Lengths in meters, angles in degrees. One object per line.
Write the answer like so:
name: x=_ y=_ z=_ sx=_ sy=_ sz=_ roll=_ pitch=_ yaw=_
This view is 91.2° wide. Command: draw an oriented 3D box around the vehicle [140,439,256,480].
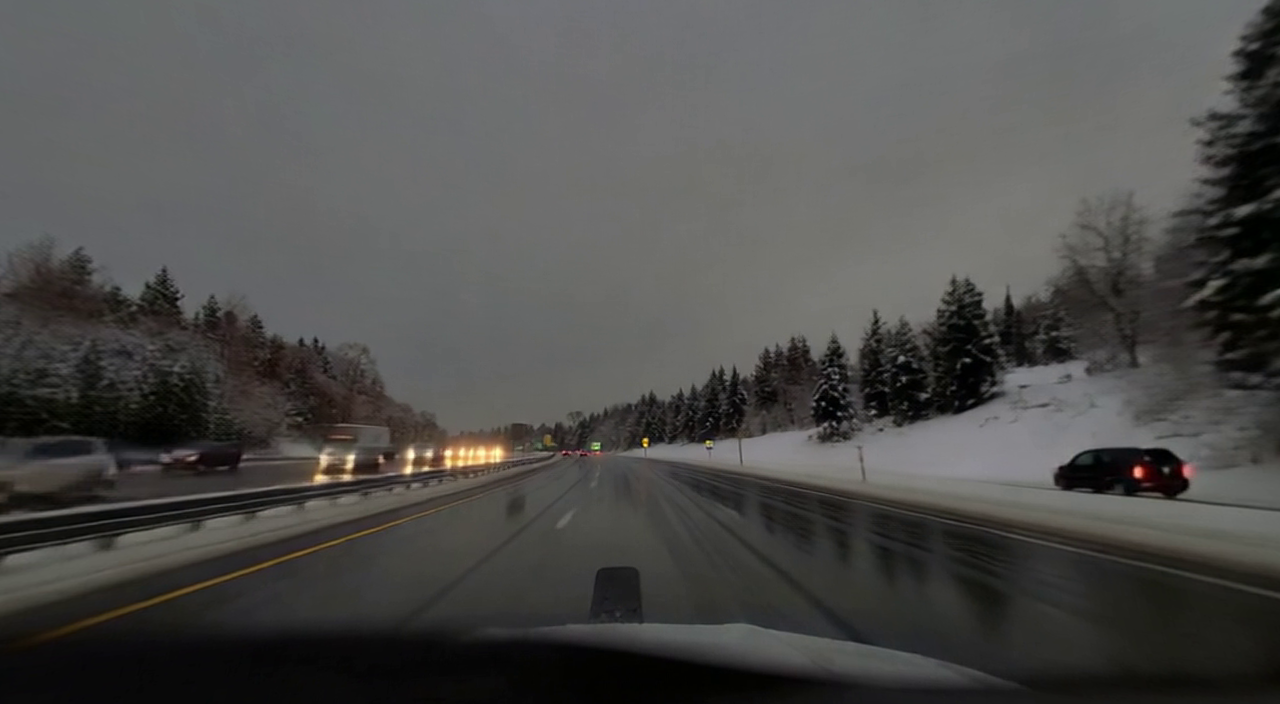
vehicle: x=-20.709 y=5.056 z=29.686 sx=2.010 sy=1.739 sz=4.935 roll=0 pitch=-9 yaw=-3

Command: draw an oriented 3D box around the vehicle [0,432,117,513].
vehicle: x=-13.063 y=2.363 z=12.338 sx=1.842 sy=1.507 sz=4.406 roll=0 pitch=-9 yaw=-3

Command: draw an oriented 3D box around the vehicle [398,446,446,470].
vehicle: x=-14.641 y=7.143 z=42.284 sx=1.870 sy=1.494 sz=4.423 roll=0 pitch=-9 yaw=-3

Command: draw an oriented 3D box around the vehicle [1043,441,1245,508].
vehicle: x=14.691 y=3.564 z=18.722 sx=2.020 sy=1.738 sz=4.549 roll=0 pitch=-9 yaw=-3

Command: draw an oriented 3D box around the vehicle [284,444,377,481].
vehicle: x=-13.840 y=4.964 z=28.383 sx=1.898 sy=1.484 sz=4.729 roll=0 pitch=-9 yaw=-2
